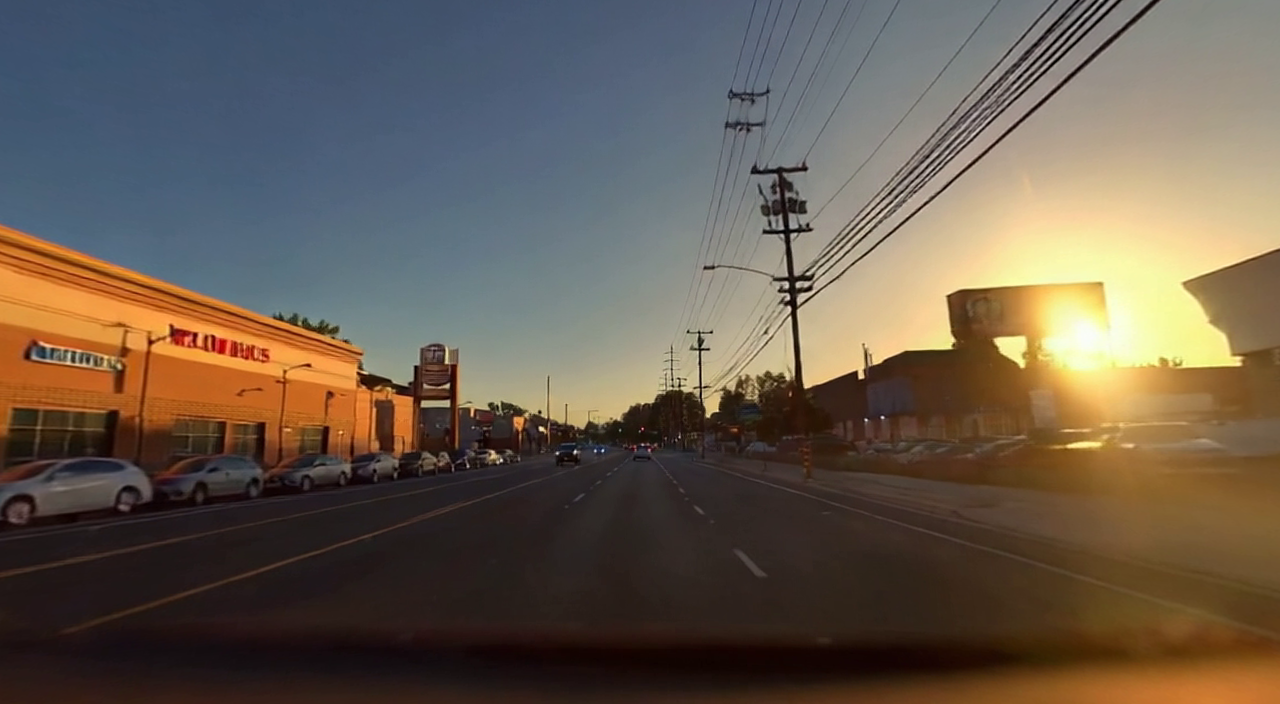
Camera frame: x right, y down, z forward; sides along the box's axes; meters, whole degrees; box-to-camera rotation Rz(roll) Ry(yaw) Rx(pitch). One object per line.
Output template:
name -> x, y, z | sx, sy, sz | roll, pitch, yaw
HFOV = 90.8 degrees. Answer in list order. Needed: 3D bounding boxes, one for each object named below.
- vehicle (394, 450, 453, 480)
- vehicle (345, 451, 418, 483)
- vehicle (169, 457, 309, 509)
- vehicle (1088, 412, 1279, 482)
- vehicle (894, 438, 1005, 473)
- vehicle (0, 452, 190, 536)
vehicle -> -13.374, 6.959, 39.350 | 1.793, 1.534, 5.400 | -2, -7, 0
vehicle -> -13.597, 6.043, 33.544 | 1.901, 1.552, 4.541 | 0, -8, 0
vehicle -> -13.552, 4.420, 21.766 | 1.791, 1.377, 4.807 | -2, -8, -1
vehicle -> 15.550, 2.610, 17.413 | 4.667, 1.775, 2.199 | 0, -9, -1
vehicle -> 15.137, 5.062, 31.062 | 4.396, 1.412, 1.858 | -4, -7, 3
vehicle -> -13.657, 3.280, 15.100 | 2.014, 1.523, 5.092 | -3, -8, 1
